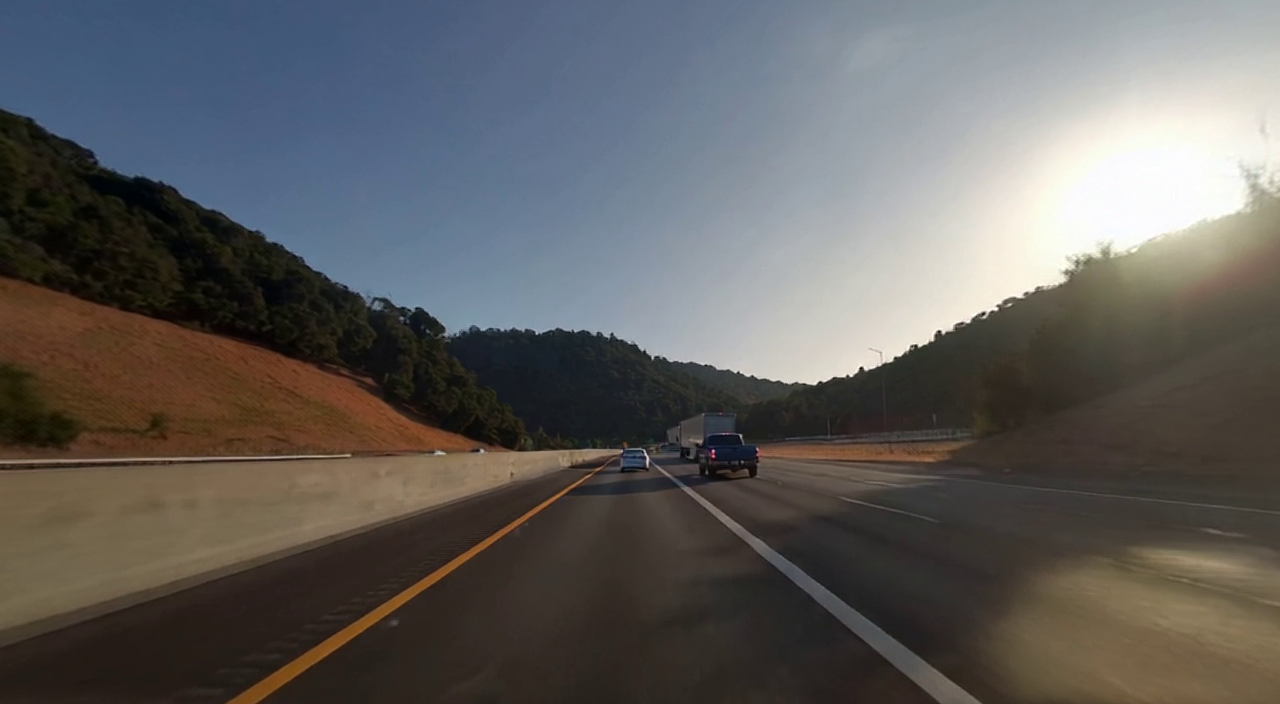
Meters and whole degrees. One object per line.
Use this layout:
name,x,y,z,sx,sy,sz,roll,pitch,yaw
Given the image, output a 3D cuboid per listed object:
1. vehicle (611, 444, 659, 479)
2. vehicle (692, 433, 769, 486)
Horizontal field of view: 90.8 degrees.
vehicle,-0.261,5.093,29.613,2.083,1.477,3.965,0,-9,-1
vehicle,3.311,4.041,24.037,2.098,1.794,4.561,0,-9,-2
